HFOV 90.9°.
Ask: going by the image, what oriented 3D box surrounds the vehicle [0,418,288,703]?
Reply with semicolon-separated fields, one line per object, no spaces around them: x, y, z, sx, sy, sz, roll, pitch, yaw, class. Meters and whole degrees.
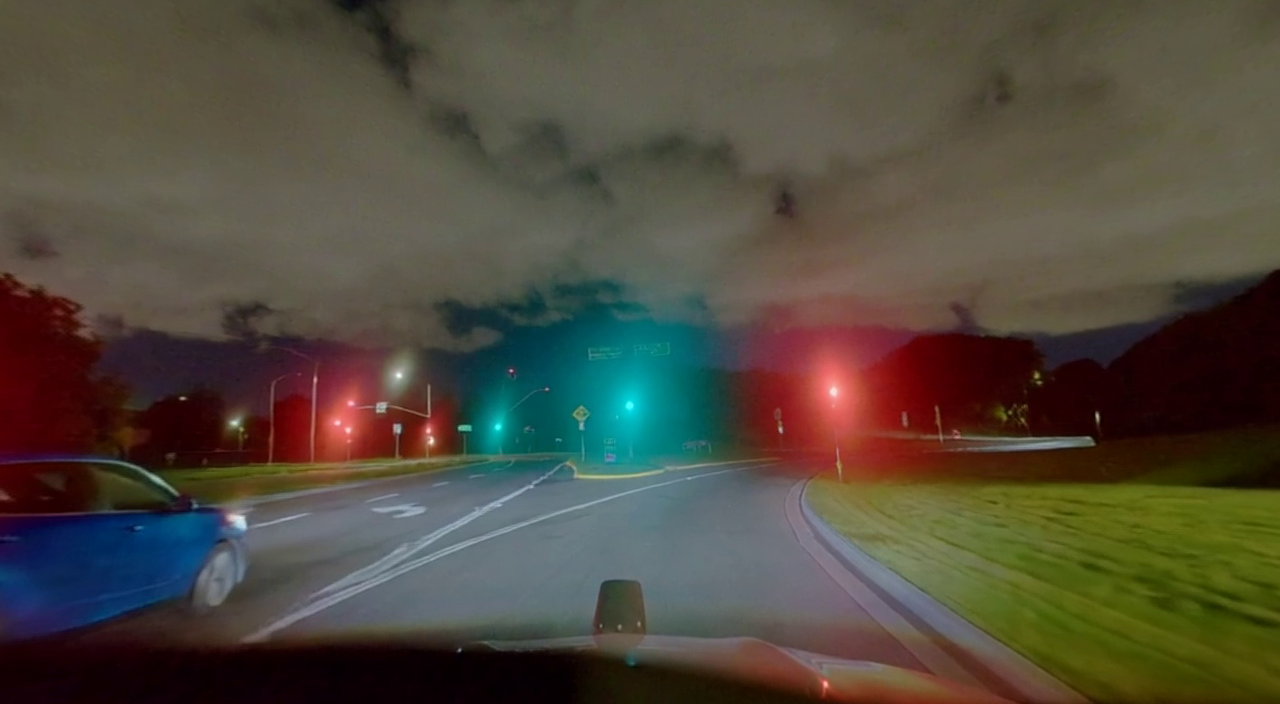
-4.337;1.179;3.853;1.963;1.460;4.614;0;-9;-4;vehicle
